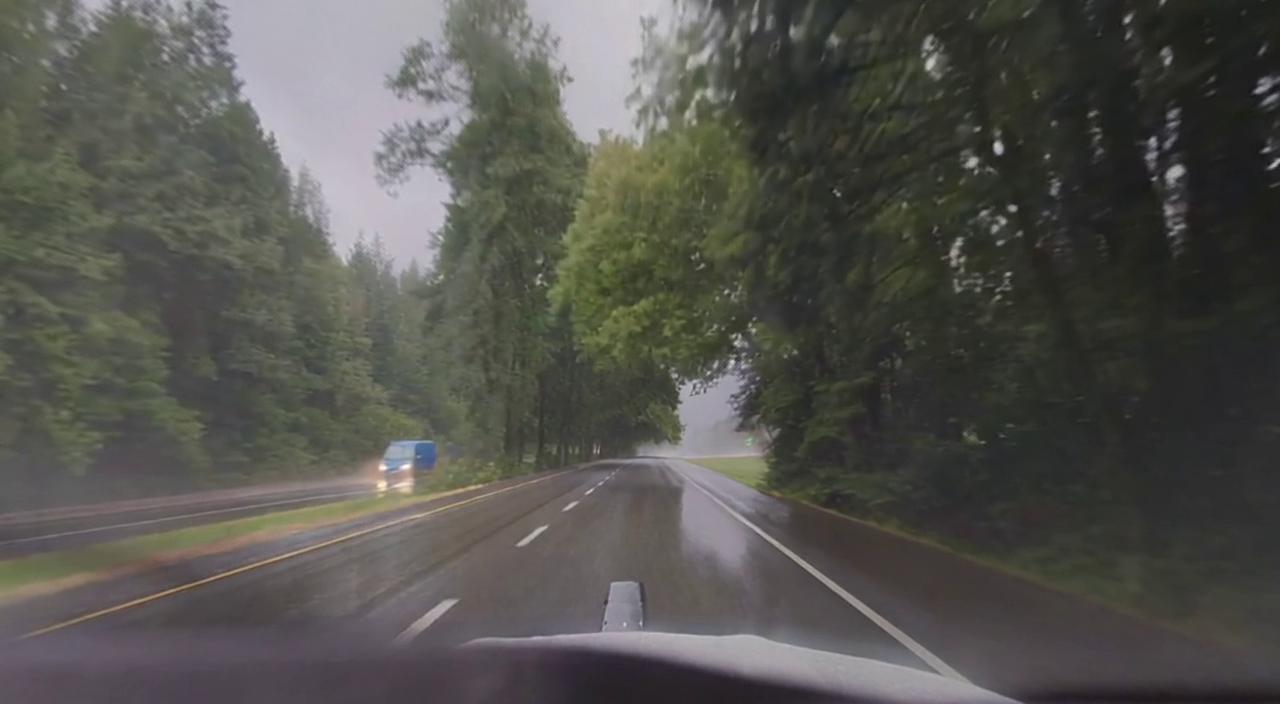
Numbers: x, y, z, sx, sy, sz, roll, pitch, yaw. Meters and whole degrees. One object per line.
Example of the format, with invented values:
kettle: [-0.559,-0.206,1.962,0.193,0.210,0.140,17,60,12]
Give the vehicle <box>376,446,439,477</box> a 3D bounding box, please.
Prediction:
vehicle: [-15.113,7.108,41.228,2.140,1.899,4.803,0,-9,2]
